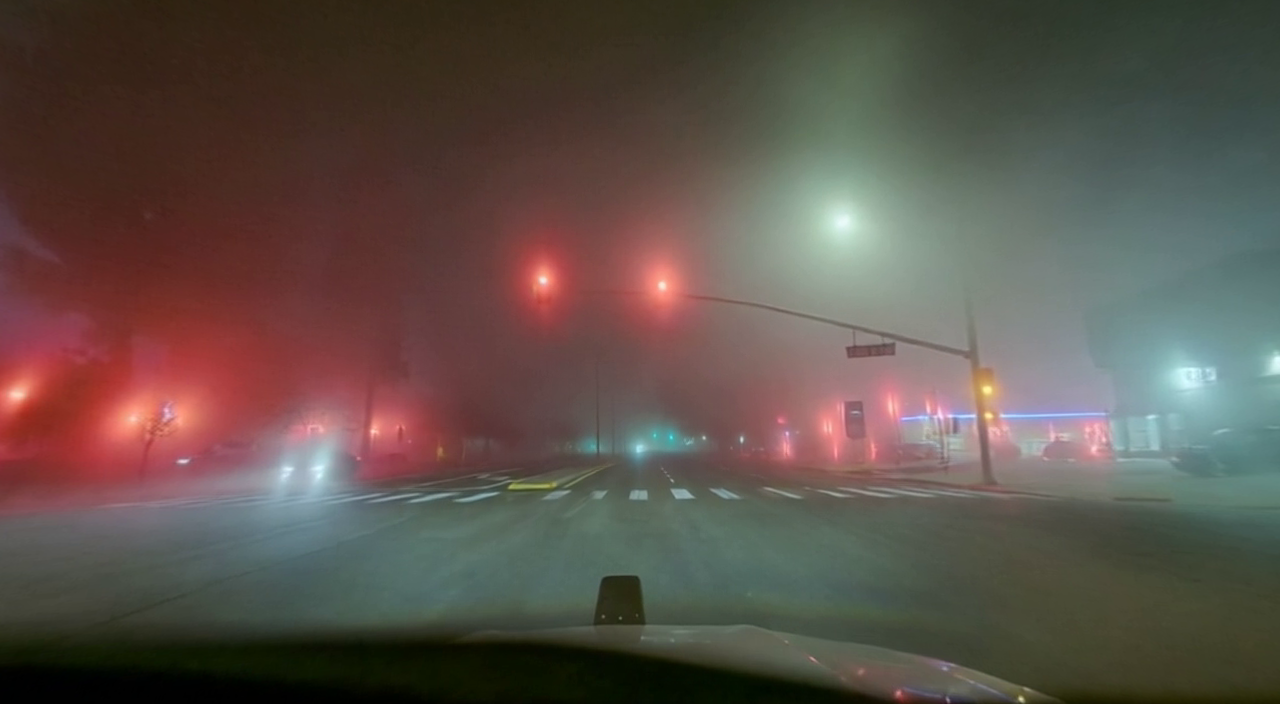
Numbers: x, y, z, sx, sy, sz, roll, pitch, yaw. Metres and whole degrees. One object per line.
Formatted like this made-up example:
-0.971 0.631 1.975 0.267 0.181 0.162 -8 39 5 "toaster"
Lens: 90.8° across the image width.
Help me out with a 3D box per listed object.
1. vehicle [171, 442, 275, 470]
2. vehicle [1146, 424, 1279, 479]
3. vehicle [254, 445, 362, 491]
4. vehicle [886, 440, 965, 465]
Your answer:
-29.887 7.465 45.452 5.712 1.863 2.422 0 -8 0 "vehicle"
20.879 3.321 21.234 5.587 1.689 2.605 0 -9 -3 "vehicle"
-12.955 4.524 25.032 1.892 1.639 4.311 0 -8 0 "vehicle"
19.775 6.968 43.928 4.468 1.635 2.017 0 -8 -3 "vehicle"
